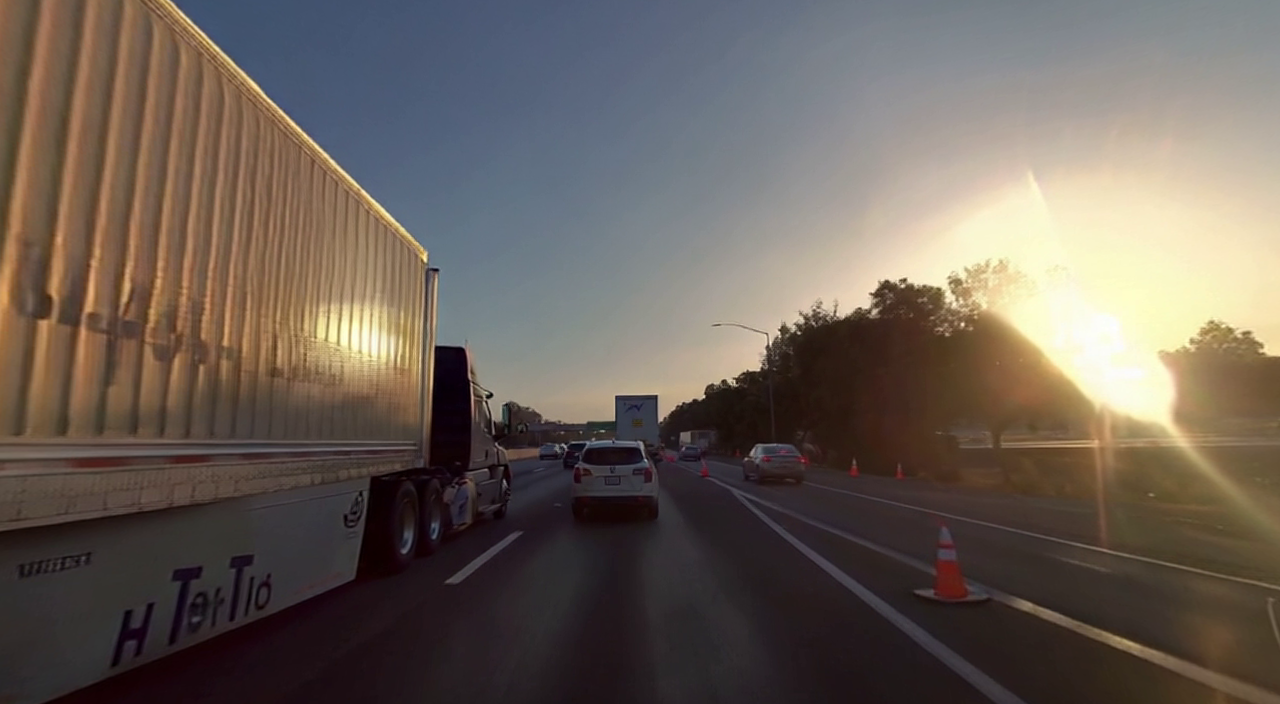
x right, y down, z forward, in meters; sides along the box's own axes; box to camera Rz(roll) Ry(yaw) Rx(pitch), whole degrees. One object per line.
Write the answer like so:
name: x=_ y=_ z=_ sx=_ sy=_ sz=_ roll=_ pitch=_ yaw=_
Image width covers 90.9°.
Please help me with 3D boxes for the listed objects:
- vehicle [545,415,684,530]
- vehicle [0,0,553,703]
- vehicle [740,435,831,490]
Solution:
vehicle: x=-0.378 y=2.170 z=11.832 sx=2.152 sy=1.779 sz=3.924 roll=0 pitch=-9 yaw=1
vehicle: x=-3.696 y=0.341 z=7.523 sx=2.857 sy=4.063 sz=16.026 roll=0 pitch=-8 yaw=1
vehicle: x=4.664 y=3.589 z=20.792 sx=1.937 sy=1.601 sz=3.798 roll=0 pitch=-9 yaw=-2
